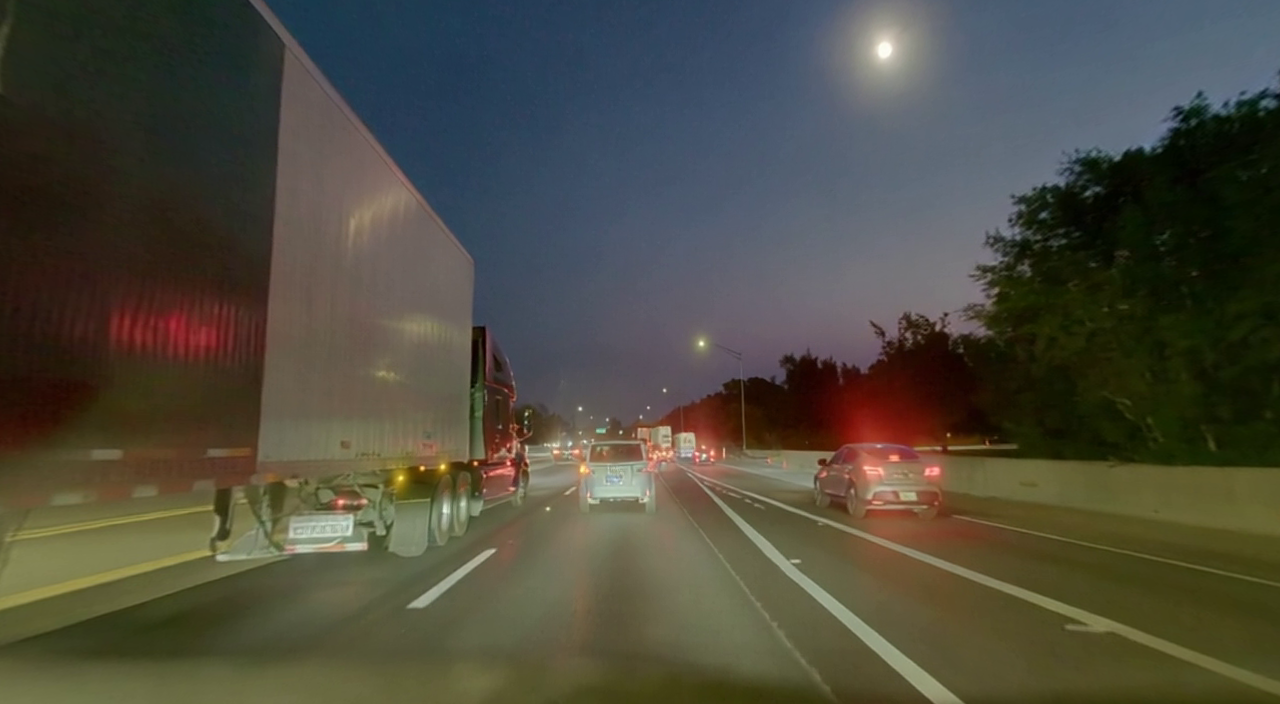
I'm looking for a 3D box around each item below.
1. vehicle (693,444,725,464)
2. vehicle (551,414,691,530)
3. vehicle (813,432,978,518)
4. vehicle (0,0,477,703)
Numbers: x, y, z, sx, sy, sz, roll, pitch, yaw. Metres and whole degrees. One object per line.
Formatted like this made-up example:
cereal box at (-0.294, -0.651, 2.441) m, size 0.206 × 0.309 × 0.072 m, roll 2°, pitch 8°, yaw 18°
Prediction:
vehicle at (5.309, 7.928, 49.231) m, size 1.918 × 1.479 × 4.571 m, roll 0°, pitch -9°, yaw -1°
vehicle at (-0.304, 2.151, 11.762) m, size 2.152 × 1.779 × 3.924 m, roll 0°, pitch -9°, yaw 0°
vehicle at (5.374, 2.612, 13.897) m, size 1.937 × 1.601 × 3.798 m, roll 0°, pitch -9°, yaw -2°
vehicle at (-3.741, -0.476, 1.068) m, size 2.857 × 4.063 × 16.026 m, roll 0°, pitch -8°, yaw -1°
